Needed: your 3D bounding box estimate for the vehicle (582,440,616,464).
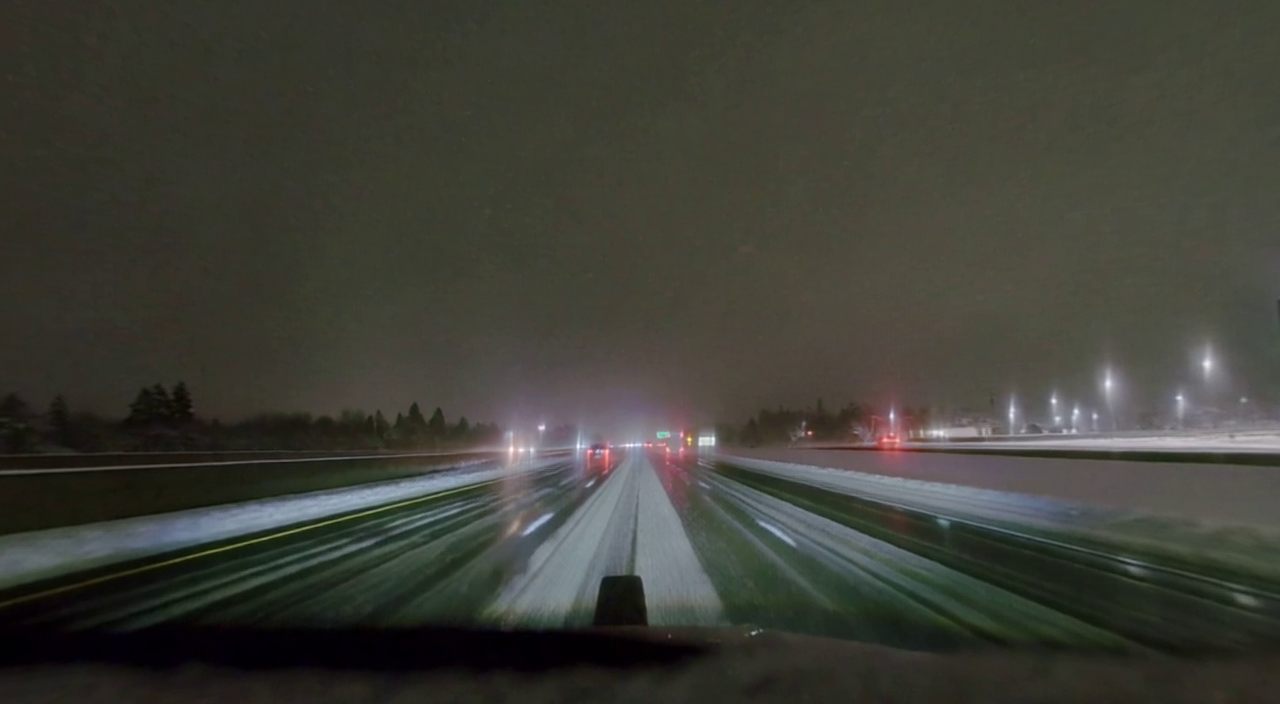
[{"bbox_3d":[-3.067,7.575,47.860,2.319,1.738,4.355,0,-8,0],"label":"vehicle"}]
